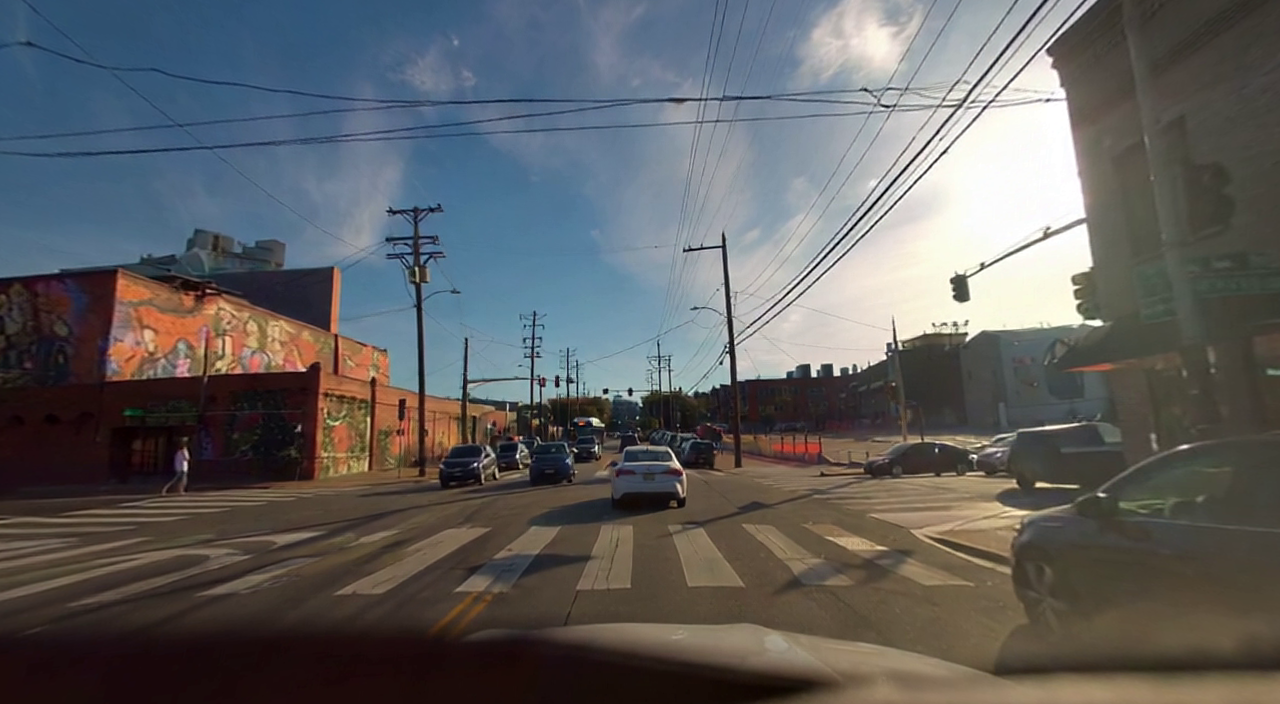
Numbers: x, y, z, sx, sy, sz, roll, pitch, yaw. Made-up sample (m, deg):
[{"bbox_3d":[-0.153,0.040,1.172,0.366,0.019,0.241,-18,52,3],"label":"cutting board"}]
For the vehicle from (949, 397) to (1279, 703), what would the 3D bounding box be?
[{"bbox_3d":[3.474,0.969,2.709,1.949,1.521,4.445,0,-8,-1],"label":"vehicle"}]

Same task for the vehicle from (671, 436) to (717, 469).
[{"bbox_3d":[3.020,5.754,36.301,2.171,1.751,4.373,0,-9,-1],"label":"vehicle"}]

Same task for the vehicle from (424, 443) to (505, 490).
[{"bbox_3d":[-7.084,4.668,26.164,1.892,1.706,5.224,-1,-8,0],"label":"vehicle"}]

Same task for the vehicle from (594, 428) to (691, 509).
[{"bbox_3d":[0.038,2.919,16.301,2.190,1.783,4.048,-1,-8,0],"label":"vehicle"}]

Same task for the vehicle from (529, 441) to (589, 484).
[{"bbox_3d":[-3.387,4.681,27.153,2.055,1.660,3.954,-1,-8,0],"label":"vehicle"}]

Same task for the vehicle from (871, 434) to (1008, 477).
[{"bbox_3d":[12.209,4.239,25.996,4.576,1.650,1.980,-1,-8,2],"label":"vehicle"}]
